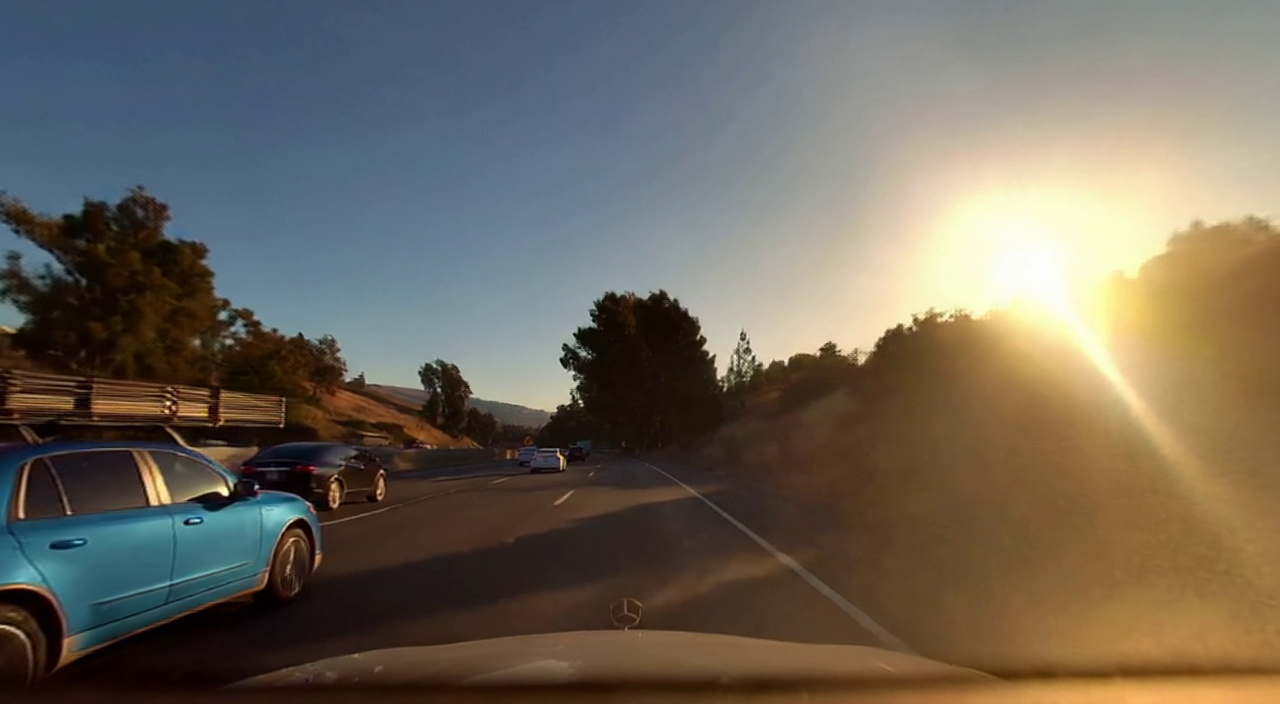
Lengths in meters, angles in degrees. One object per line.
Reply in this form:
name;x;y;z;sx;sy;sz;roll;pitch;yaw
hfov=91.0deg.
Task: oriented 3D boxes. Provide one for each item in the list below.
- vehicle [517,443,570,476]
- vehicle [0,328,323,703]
vehicle;-4.751;5.370;31.687;2.012;1.509;4.359;0;-9;-1
vehicle;-3.822;0.820;2.725;2.200;1.807;5.041;0;-9;1
